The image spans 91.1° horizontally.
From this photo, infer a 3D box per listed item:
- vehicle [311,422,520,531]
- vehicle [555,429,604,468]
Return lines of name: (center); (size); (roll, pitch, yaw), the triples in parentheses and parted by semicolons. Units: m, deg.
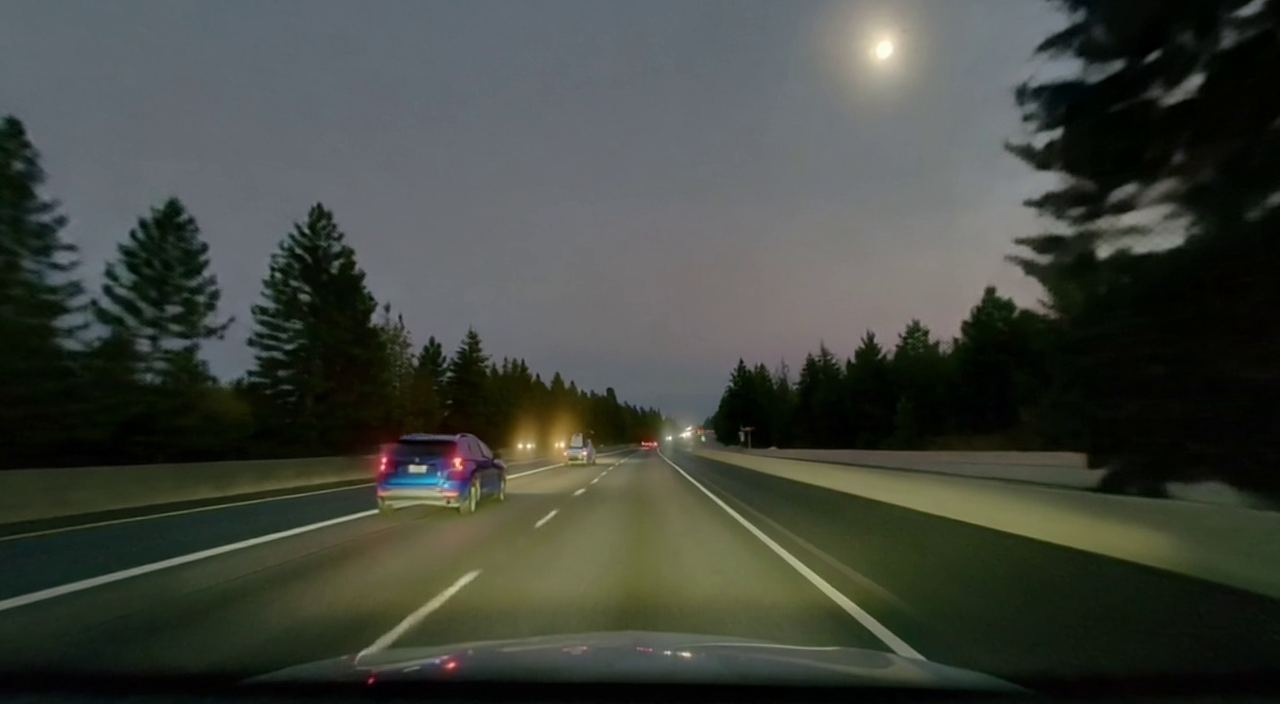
vehicle: (-3.770, 2.180, 11.656); (2.053, 1.589, 4.671); (0, -8, 1)
vehicle: (-3.431, 5.620, 36.601); (2.241, 2.095, 4.985); (0, -8, 1)
